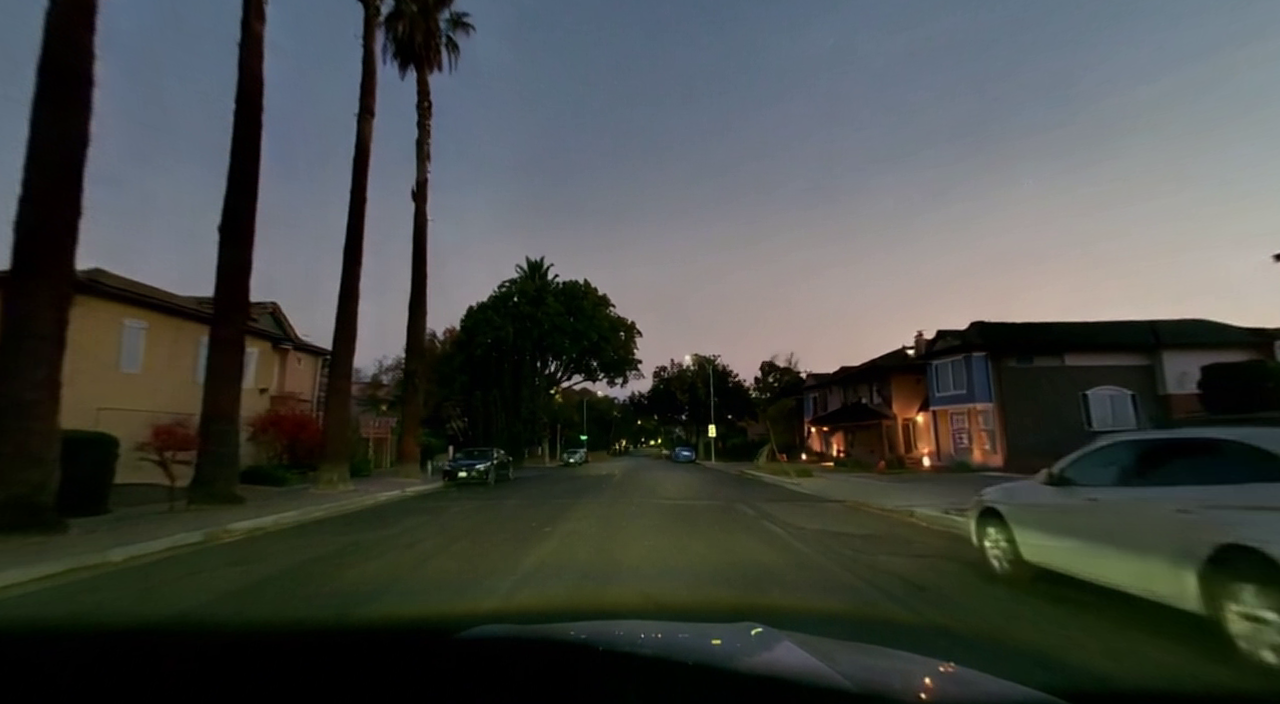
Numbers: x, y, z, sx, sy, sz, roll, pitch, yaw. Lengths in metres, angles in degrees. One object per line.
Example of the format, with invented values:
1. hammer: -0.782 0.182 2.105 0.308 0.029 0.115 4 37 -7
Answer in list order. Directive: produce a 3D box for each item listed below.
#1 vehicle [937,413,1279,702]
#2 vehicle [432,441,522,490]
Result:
1. vehicle: 4.433 1.325 4.849 1.991 1.554 4.501 0 -8 -2
2. vehicle: -5.726 4.006 22.859 2.079 1.486 4.877 -2 -8 -2
